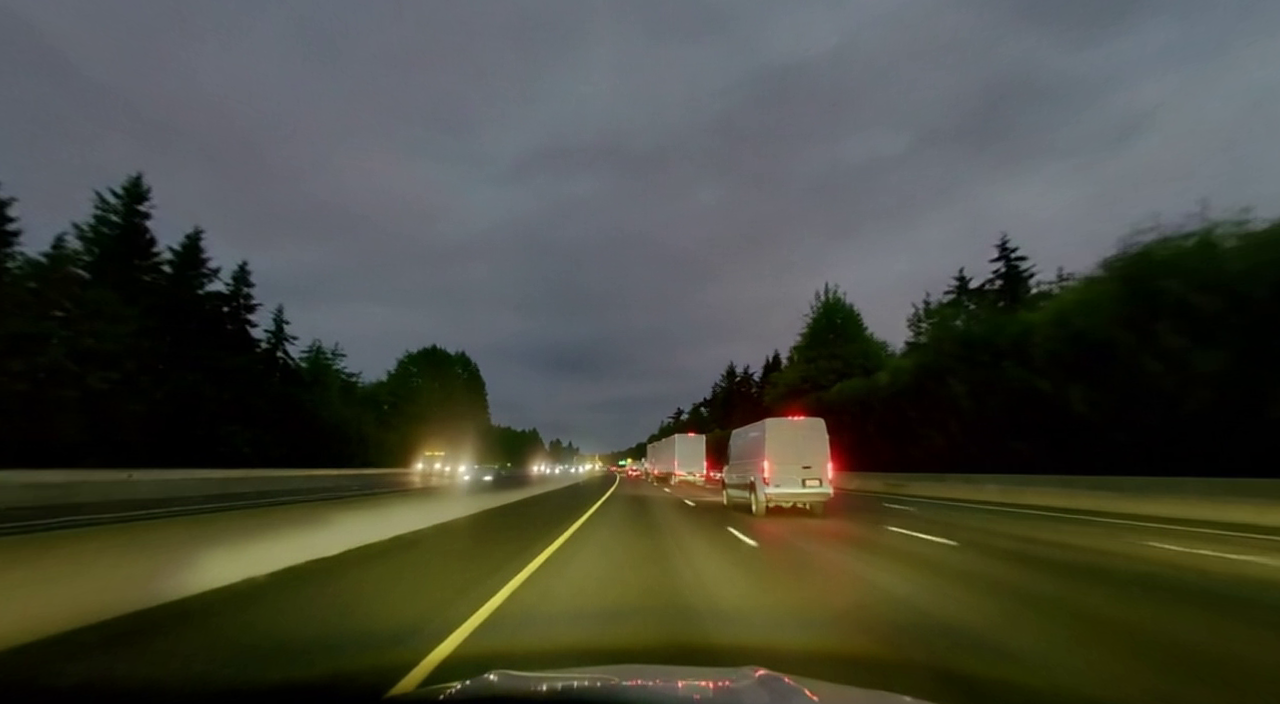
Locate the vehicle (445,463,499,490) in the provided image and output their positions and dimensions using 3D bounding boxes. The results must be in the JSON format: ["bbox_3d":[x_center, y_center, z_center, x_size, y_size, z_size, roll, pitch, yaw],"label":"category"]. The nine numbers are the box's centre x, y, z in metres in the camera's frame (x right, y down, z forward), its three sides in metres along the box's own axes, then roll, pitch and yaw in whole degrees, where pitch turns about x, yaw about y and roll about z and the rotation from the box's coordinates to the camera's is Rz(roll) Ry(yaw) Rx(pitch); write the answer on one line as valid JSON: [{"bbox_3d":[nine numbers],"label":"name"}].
[{"bbox_3d":[-9.921,7.365,37.419,1.913,1.466,4.660,1,-10,0],"label":"vehicle"}]

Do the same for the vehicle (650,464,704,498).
[{"bbox_3d":[1.693,6.130,30.011,2.081,1.453,4.300,1,-10,-3],"label":"vehicle"}]

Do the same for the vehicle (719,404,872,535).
[{"bbox_3d":[3.504,2.875,15.533,2.291,2.639,5.280,1,-10,-1],"label":"vehicle"}]
